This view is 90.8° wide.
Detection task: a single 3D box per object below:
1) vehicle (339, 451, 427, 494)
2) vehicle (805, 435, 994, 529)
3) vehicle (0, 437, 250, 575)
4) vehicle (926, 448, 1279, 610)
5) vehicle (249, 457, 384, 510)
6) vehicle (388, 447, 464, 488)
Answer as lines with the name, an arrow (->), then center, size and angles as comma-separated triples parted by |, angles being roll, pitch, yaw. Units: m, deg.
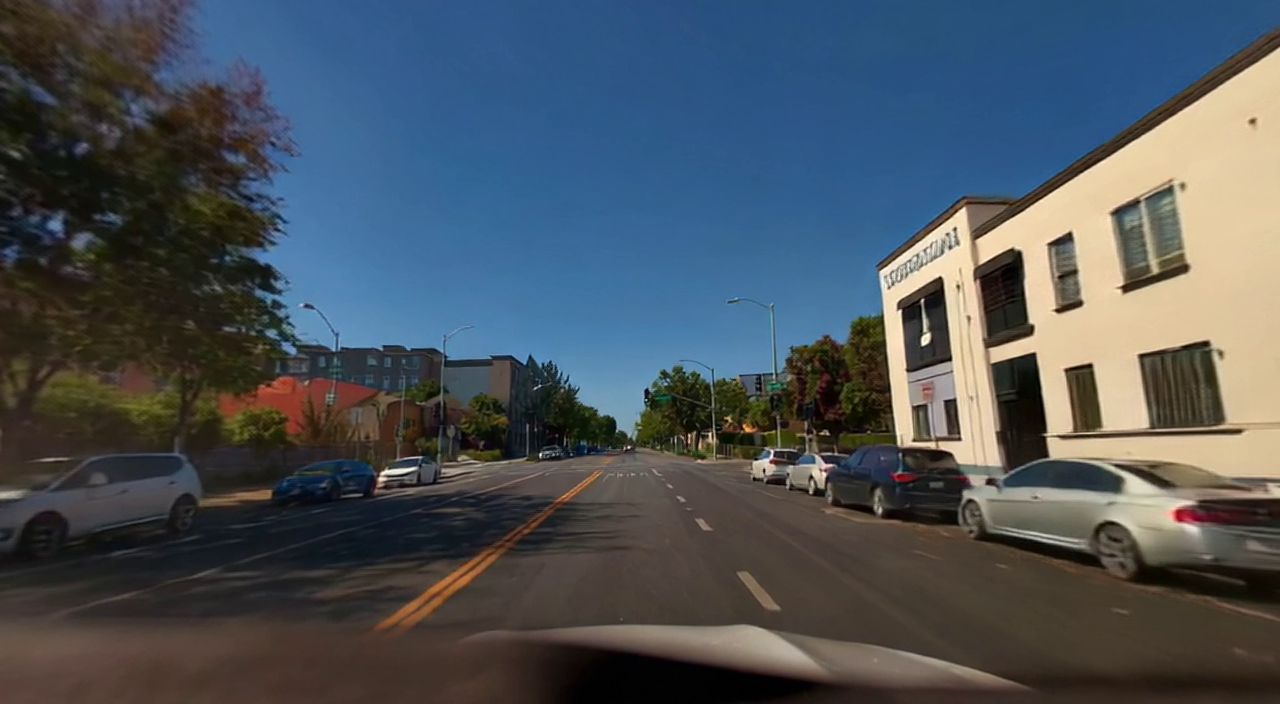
vehicle -> -10.218, 4.800, 25.498 | 1.839, 1.502, 4.185 | 0, -8, -1
vehicle -> 5.749, 2.917, 14.970 | 2.227, 1.811, 5.172 | 0, -8, -1
vehicle -> -9.848, 2.503, 11.299 | 2.228, 1.863, 5.407 | -1, -8, 1
vehicle -> 6.154, 2.085, 8.630 | 2.038, 1.482, 4.994 | 0, -8, -2
vehicle -> -10.177, 4.124, 20.339 | 1.953, 1.387, 4.529 | 0, -8, 0
vehicle -> -10.196, 5.504, 30.575 | 1.967, 1.749, 4.841 | 0, -8, 0
